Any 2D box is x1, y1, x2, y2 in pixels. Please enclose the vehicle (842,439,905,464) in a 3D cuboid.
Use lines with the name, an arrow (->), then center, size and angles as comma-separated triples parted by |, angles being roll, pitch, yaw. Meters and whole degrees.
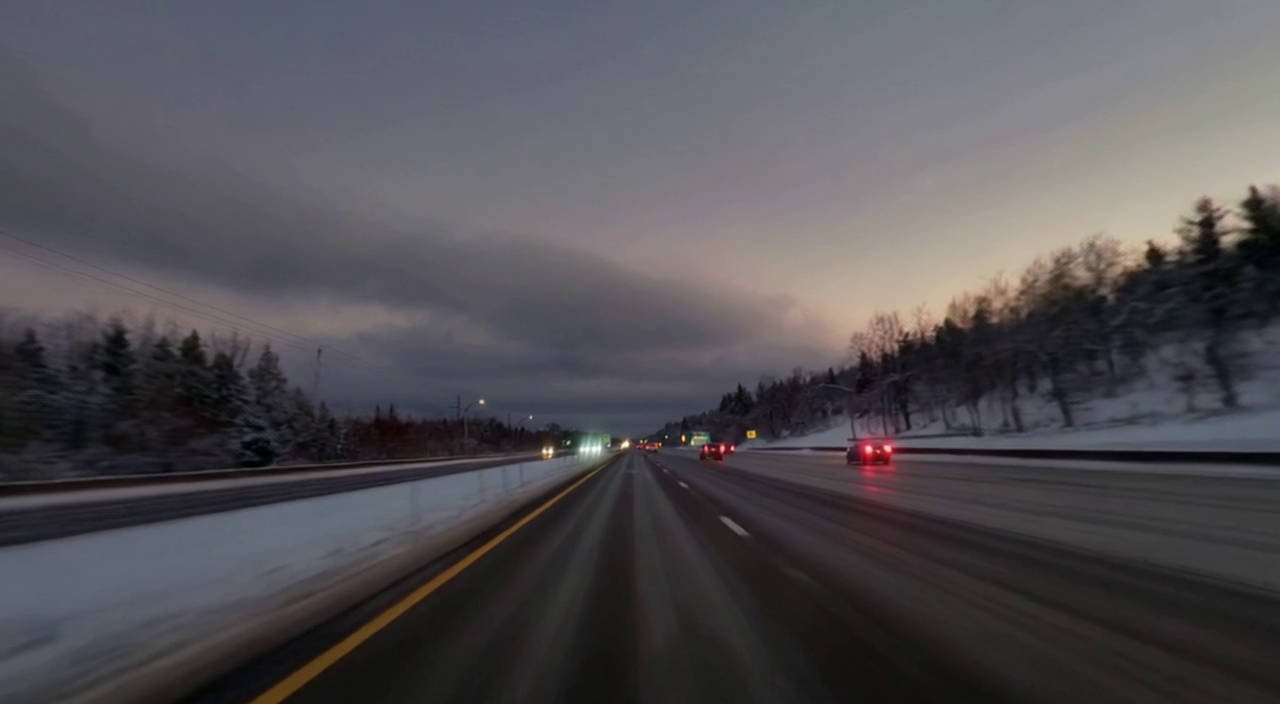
vehicle -> 14.566, 6.226, 39.513 | 2.089, 1.484, 4.573 | 0, -8, -1
